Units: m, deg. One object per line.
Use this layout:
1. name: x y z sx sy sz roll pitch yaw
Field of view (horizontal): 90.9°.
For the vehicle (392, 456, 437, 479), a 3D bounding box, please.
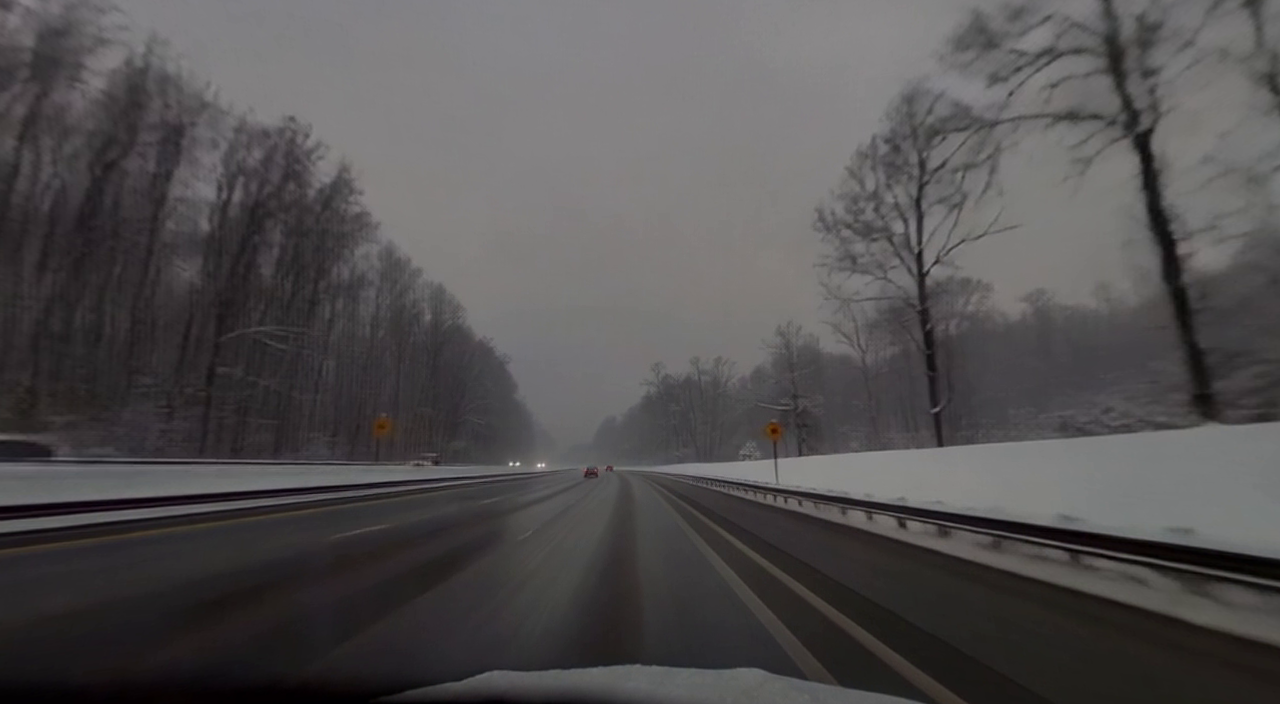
1. vehicle: -17.205 8.844 48.207 1.970 1.612 3.987 1 -11 -1
